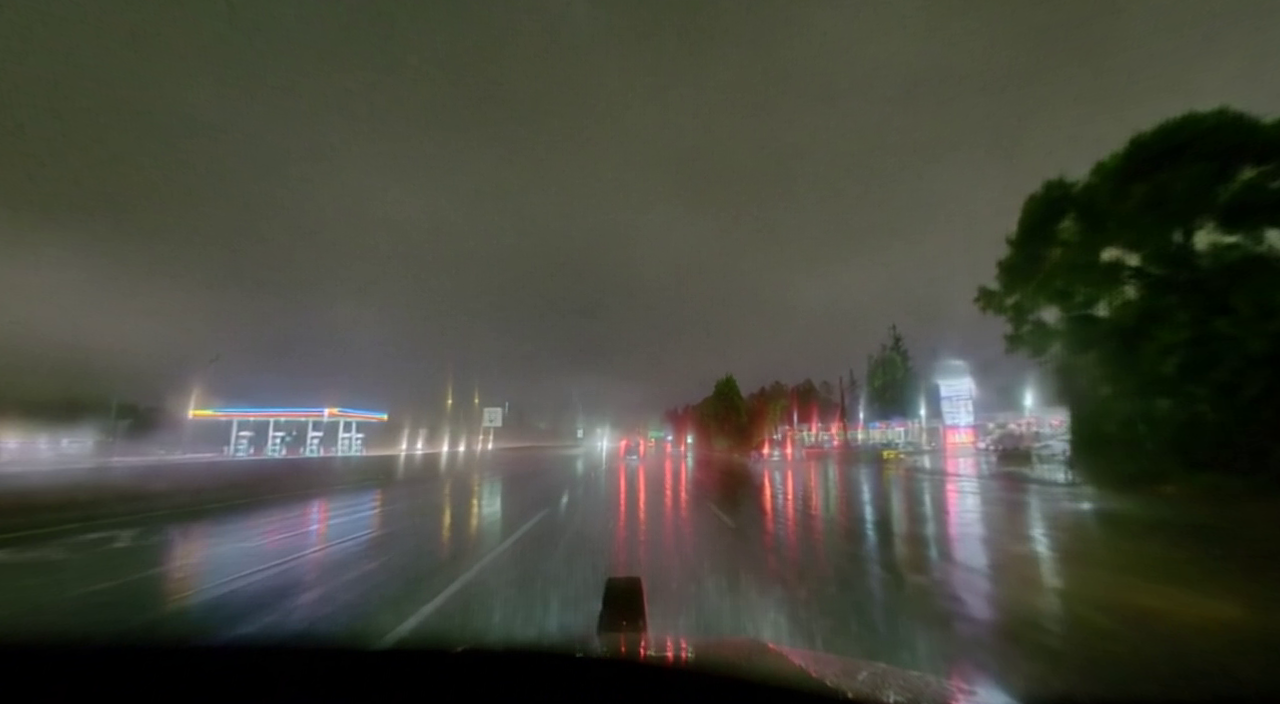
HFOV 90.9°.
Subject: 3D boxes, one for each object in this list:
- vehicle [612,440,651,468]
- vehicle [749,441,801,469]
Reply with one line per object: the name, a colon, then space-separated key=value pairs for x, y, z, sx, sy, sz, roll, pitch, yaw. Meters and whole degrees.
vehicle: x=-0.483 y=5.684 z=35.323 sx=1.999 sy=1.473 sz=4.351 roll=0 pitch=-8 yaw=-1
vehicle: x=7.514 y=5.740 z=35.455 sx=1.867 sy=1.463 sz=4.295 roll=0 pitch=-8 yaw=-1
